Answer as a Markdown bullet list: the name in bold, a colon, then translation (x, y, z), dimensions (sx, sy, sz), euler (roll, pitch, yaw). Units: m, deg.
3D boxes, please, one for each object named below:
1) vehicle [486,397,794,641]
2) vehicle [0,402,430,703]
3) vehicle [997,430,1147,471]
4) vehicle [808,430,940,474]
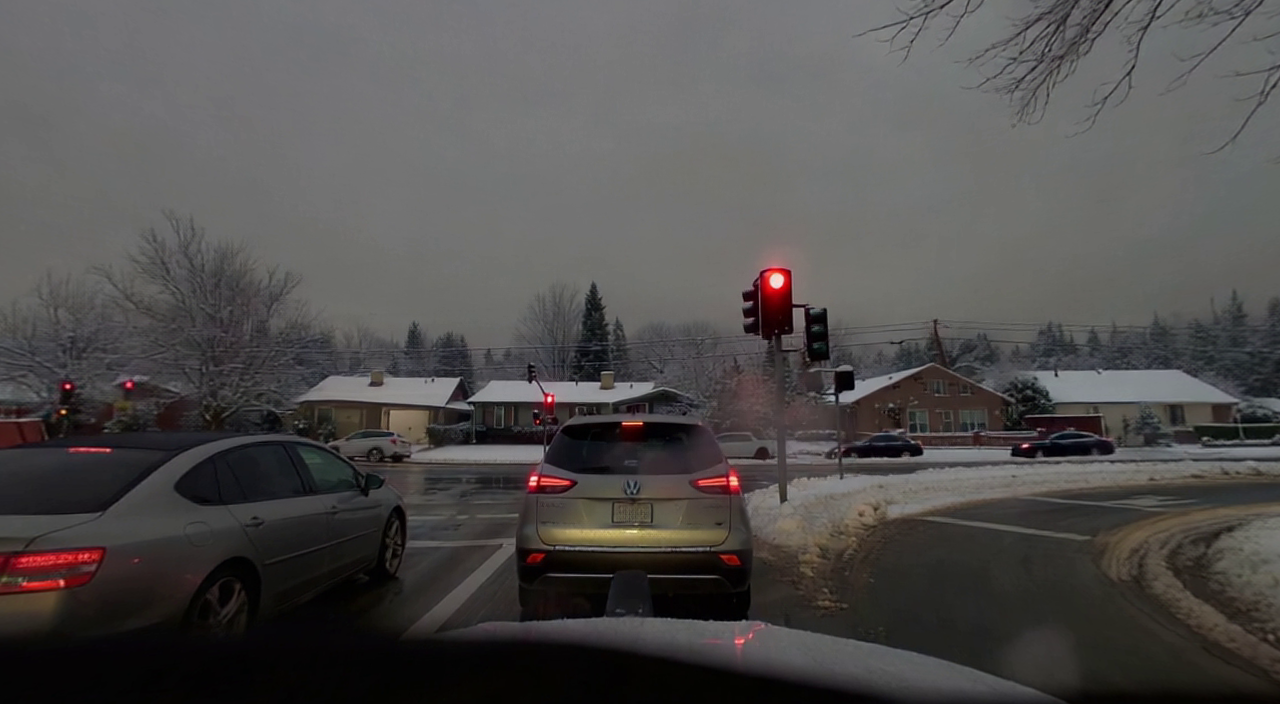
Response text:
- **vehicle**: translation (-0.142, 1.471, 6.563), dimensions (2.154, 1.670, 4.140), euler (1, -9, -5)
- **vehicle**: translation (-3.297, 1.272, 4.703), dimensions (2.035, 1.492, 4.415), euler (0, -9, -2)
- **vehicle**: translation (17.811, 4.087, 26.242), dimensions (4.670, 1.616, 1.926), euler (-1, -9, 6)
- **vehicle**: translation (9.908, 4.280, 27.104), dimensions (4.887, 1.769, 2.035), euler (-1, -9, 6)
